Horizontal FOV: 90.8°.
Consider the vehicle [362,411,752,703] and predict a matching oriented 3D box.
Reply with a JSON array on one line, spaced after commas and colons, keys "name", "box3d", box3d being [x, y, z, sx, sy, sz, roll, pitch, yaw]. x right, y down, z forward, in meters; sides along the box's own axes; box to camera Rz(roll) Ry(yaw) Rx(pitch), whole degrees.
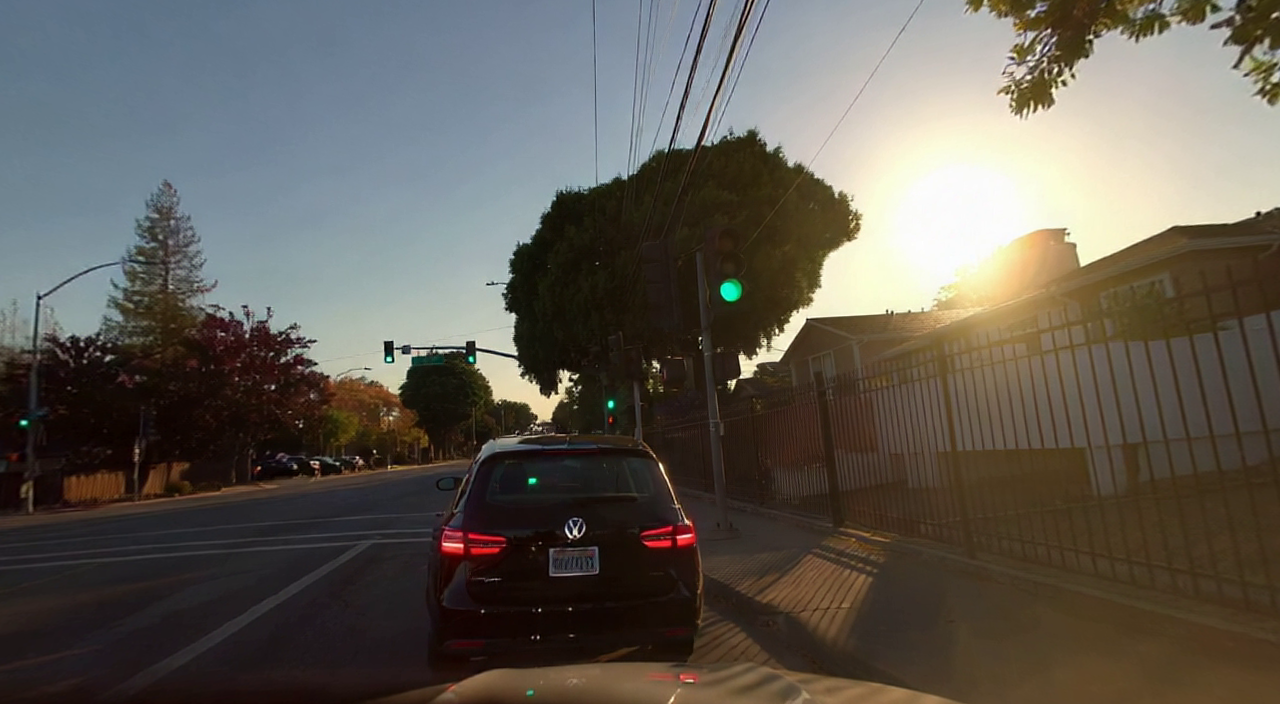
[{"name": "vehicle", "box3d": [-0.678, 1.349, 5.220, 2.024, 1.502, 3.702, 1, -9, -9]}]
